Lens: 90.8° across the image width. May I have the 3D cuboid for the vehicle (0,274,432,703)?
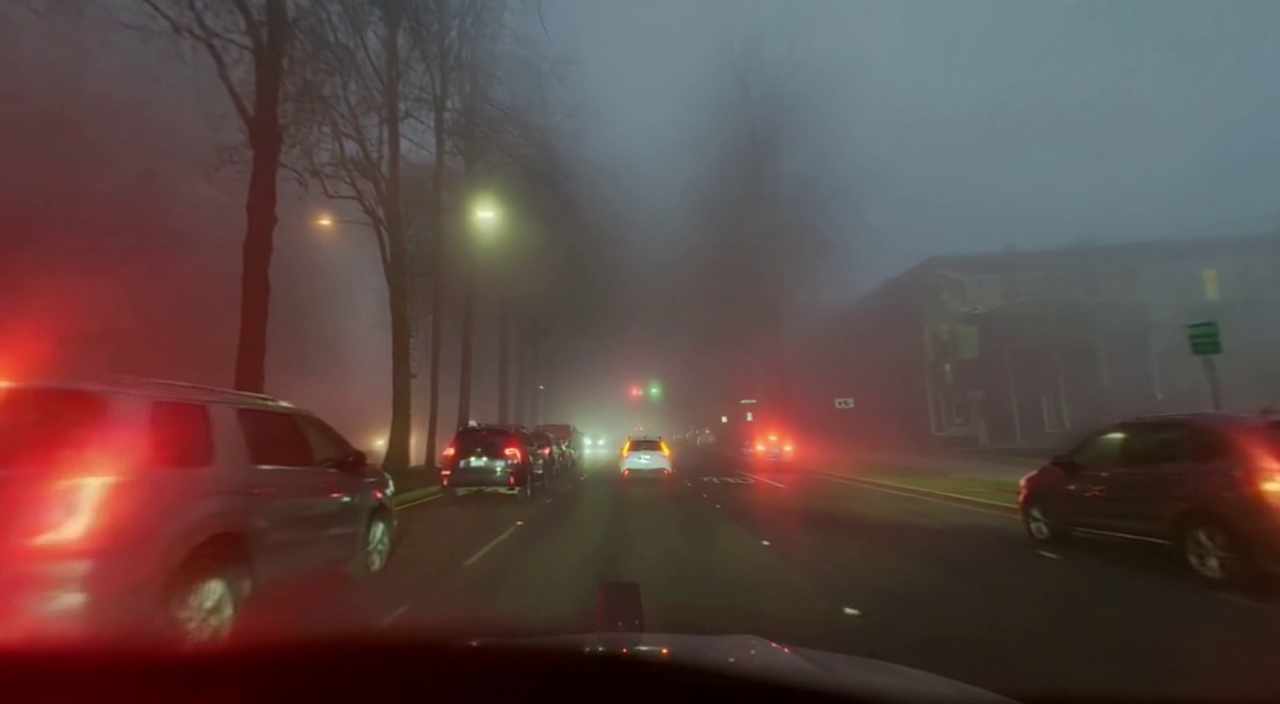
[{"bbox_3d":[-3.459,1.034,4.651,2.223,1.957,4.845,0,-9,0],"label":"vehicle"}]

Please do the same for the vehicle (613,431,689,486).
[{"bbox_3d":[0.241,3.401,20.419,2.201,1.589,3.843,0,-9,-2],"label":"vehicle"}]

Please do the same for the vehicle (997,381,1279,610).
[{"bbox_3d":[6.486,1.521,7.383,1.997,1.943,4.409,0,-9,0],"label":"vehicle"}]

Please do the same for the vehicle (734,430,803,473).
[{"bbox_3d":[6.194,4.872,31.063,2.300,1.903,4.579,0,-9,-1],"label":"vehicle"}]

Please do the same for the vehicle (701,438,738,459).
[{"bbox_3d":[6.030,7.402,48.462,1.986,1.477,4.510,0,-9,-3],"label":"vehicle"}]

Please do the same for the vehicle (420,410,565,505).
[{"bbox_3d":[-3.402,2.583,15.779,2.487,1.978,4.628,0,-9,0],"label":"vehicle"}]
